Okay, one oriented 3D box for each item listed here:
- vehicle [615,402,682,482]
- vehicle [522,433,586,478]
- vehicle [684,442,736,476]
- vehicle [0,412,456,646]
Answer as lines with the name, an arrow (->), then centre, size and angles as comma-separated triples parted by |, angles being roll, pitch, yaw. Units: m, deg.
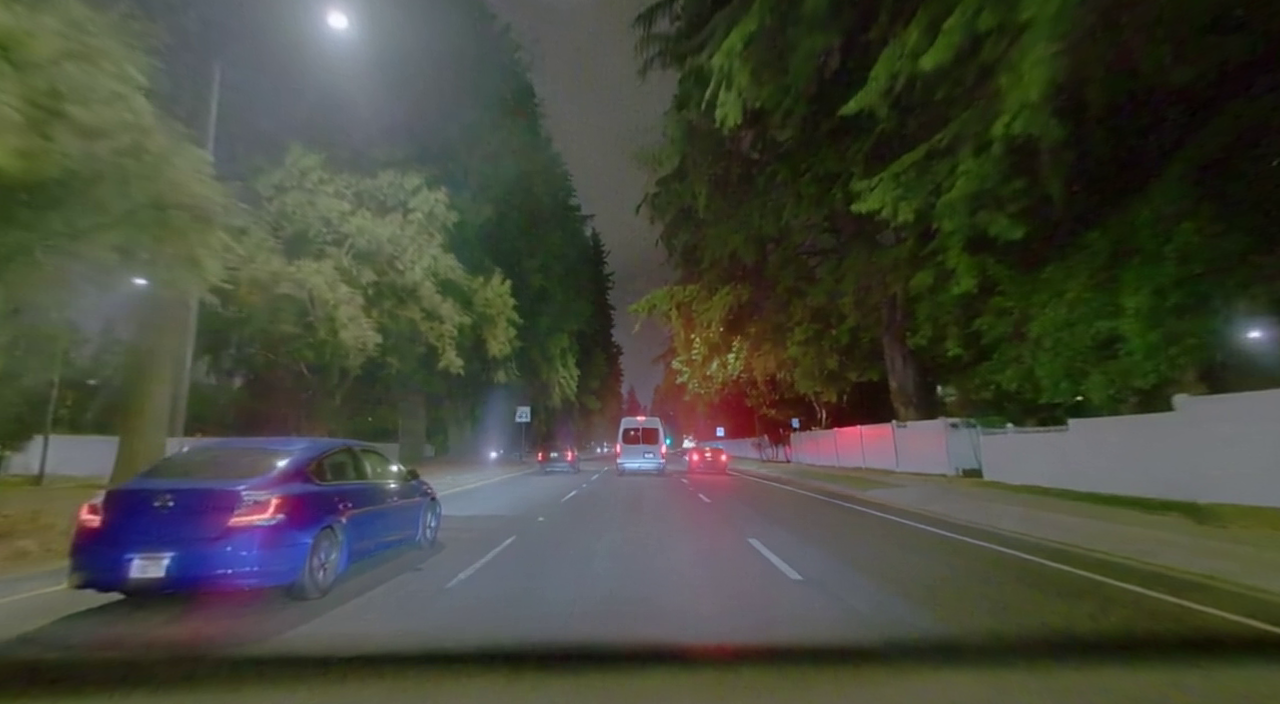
vehicle -> 0.186, 3.546, 24.756 | 2.311, 2.726, 5.814 | 1, -8, -2
vehicle -> -3.527, 4.329, 26.469 | 2.021, 1.715, 4.329 | 0, -8, 1
vehicle -> 3.243, 5.045, 29.889 | 1.945, 1.469, 4.258 | 1, -8, -1
vehicle -> -3.618, 1.475, 6.410 | 2.036, 1.474, 4.647 | 1, -8, 0
